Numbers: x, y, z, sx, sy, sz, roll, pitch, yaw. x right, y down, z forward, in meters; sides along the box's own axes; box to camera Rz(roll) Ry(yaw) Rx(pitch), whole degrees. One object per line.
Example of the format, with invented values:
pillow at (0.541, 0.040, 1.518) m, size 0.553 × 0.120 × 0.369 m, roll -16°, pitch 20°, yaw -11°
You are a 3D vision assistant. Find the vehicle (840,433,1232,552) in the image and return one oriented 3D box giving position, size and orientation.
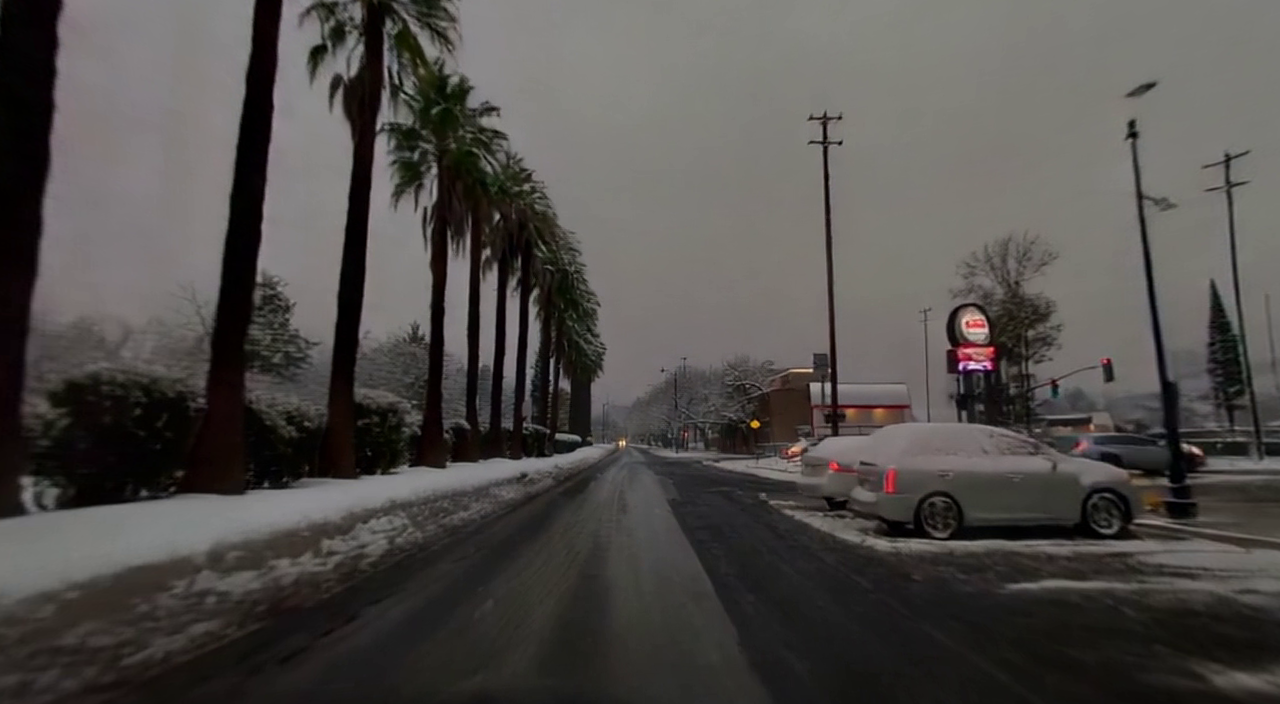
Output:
vehicle at (5.776, 2.023, 9.621) m, size 4.742 × 1.506 × 1.919 m, roll 0°, pitch -8°, yaw -5°
